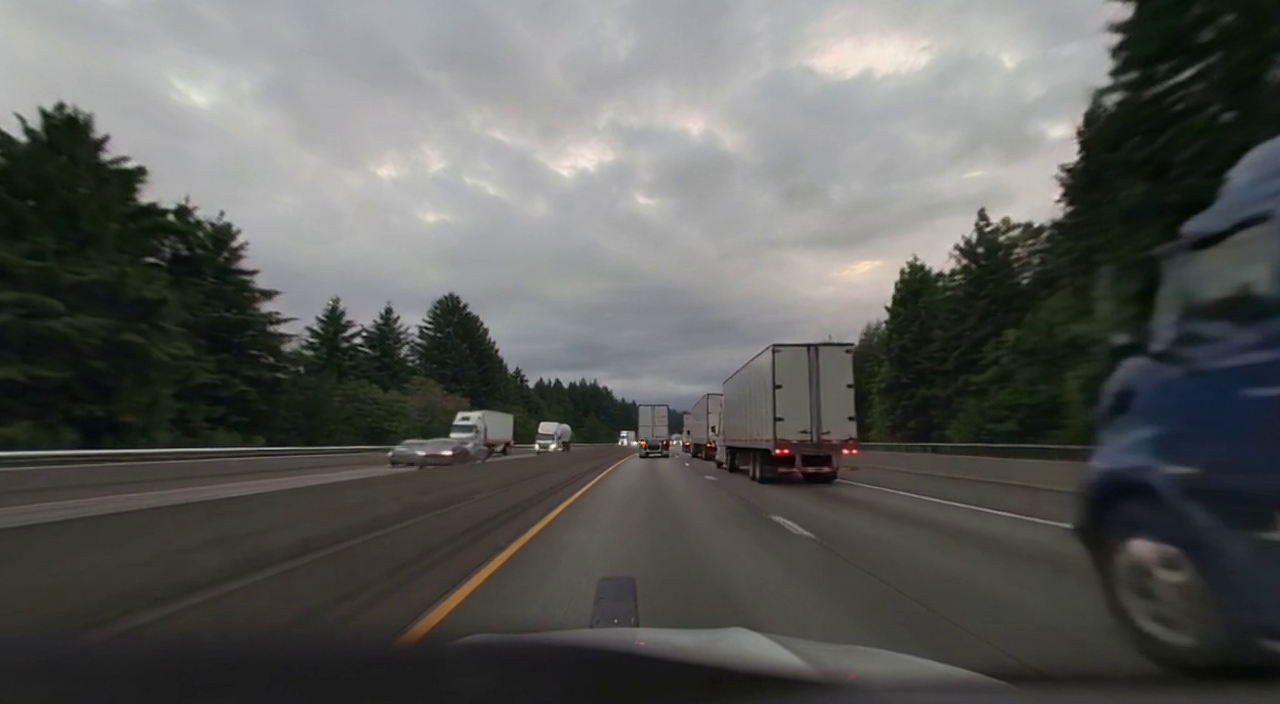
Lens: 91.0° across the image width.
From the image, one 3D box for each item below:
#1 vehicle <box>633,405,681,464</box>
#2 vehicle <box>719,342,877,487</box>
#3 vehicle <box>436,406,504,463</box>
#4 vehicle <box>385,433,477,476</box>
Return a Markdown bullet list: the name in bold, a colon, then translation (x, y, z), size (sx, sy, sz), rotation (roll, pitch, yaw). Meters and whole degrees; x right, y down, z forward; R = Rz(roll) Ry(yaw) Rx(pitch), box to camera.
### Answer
- **vehicle**: translation (1.082, 5.149, 39.096), size (2.644, 3.247, 7.454), rotation (-1, -8, 2)
- **vehicle**: translation (5.200, 2.625, 24.094), size (2.749, 4.051, 12.981), rotation (-1, -8, 0)
- **vehicle**: translation (-12.551, 6.199, 47.106), size (2.979, 3.945, 6.744), rotation (-1, -8, 2)
- **vehicle**: translation (-8.682, 4.301, 26.721), size (2.083, 1.623, 5.238), rotation (0, -8, 0)
